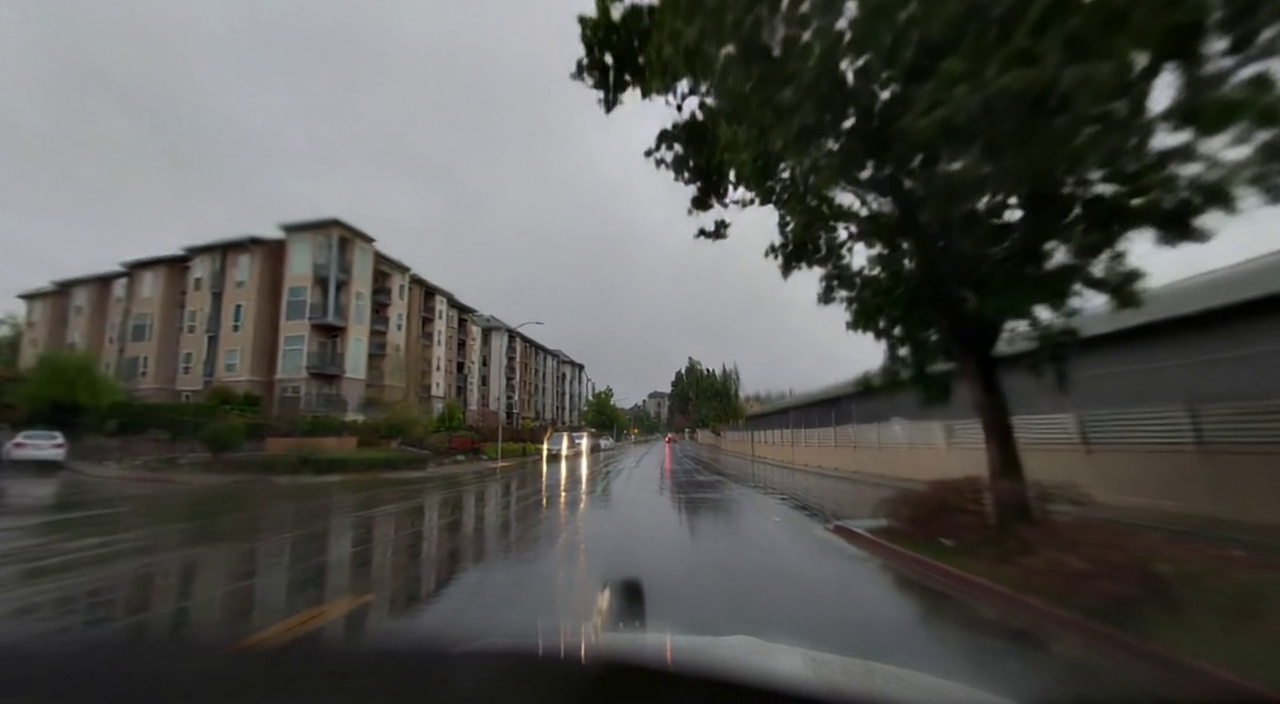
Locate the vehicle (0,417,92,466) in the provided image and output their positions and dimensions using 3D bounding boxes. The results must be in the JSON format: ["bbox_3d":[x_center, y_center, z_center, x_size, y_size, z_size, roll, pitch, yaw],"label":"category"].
[{"bbox_3d":[-24.893,3.642,25.687,5.078,1.794,2.210,-5,-10,30],"label":"vehicle"}]

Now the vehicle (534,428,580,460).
[{"bbox_3d":[-5.707,6.434,44.094,2.192,1.965,4.917,2,-8,3],"label":"vehicle"}]
